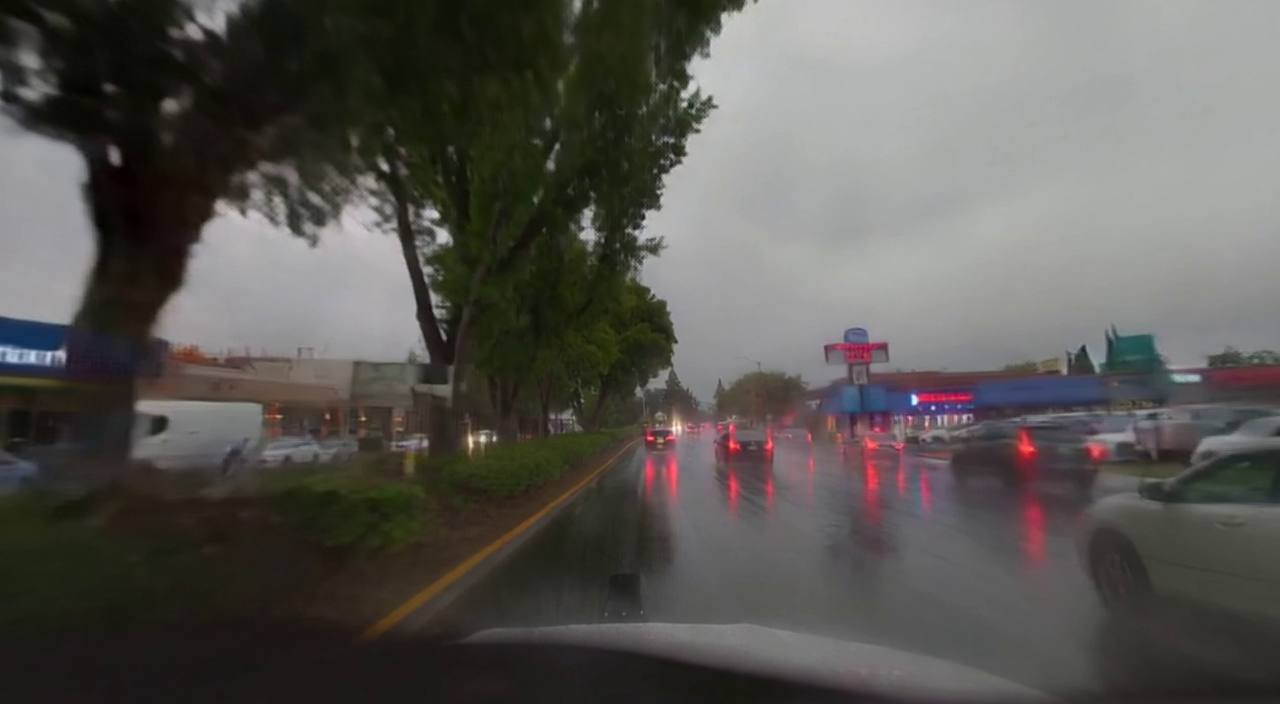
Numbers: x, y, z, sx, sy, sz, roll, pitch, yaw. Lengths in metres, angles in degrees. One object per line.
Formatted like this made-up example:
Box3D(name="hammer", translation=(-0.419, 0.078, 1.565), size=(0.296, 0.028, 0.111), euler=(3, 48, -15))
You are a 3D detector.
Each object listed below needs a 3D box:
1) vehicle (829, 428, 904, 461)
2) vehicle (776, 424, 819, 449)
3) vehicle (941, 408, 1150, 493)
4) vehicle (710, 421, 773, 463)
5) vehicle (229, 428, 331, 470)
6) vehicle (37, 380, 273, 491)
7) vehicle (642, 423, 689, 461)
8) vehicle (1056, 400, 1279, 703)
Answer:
Box3D(name="vehicle", translation=(11.471, 4.721, 32.142), size=(2.110, 1.535, 4.506), euler=(0, -8, -1))
Box3D(name="vehicle", translation=(11.566, 6.260, 46.324), size=(2.123, 1.726, 4.520), euler=(0, -8, 2))
Box3D(name="vehicle", translation=(10.849, 2.710, 17.498), size=(2.318, 1.974, 5.282), euler=(0, -8, 1))
Box3D(name="vehicle", translation=(4.393, 4.003, 27.838), size=(2.115, 1.692, 4.189), euler=(0, -8, 1))
Box3D(name="vehicle", translation=(-18.083, 4.907, 31.933), size=(1.948, 1.965, 5.421), euler=(0, -8, 0))
Box3D(name="vehicle", translation=(-18.100, 3.267, 24.377), size=(2.811, 3.604, 7.566), euler=(0, -8, 2))
Box3D(name="vehicle", translation=(1.199, 4.268, 29.877), size=(2.098, 1.682, 3.778), euler=(0, -8, 2))
Box3D(name="vehicle", translation=(3.926, 0.856, 2.182), size=(1.908, 1.463, 4.506), euler=(0, -8, 1))
